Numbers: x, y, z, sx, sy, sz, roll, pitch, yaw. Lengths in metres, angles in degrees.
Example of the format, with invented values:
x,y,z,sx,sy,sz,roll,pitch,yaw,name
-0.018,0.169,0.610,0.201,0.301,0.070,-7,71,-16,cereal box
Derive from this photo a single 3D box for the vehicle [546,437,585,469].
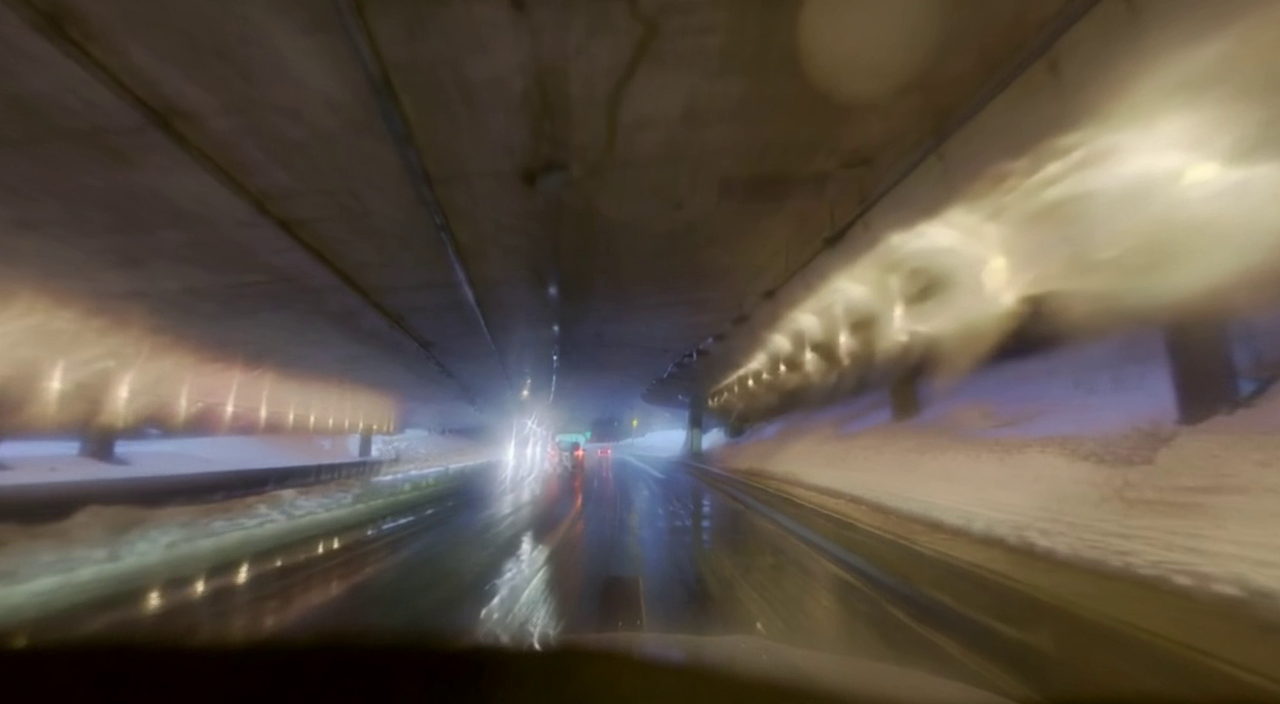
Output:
x,y,z,sx,sy,sz,roll,pitch,yaw,name
-4.247,5.828,36.671,1.961,1.725,4.315,0,-8,-3,vehicle
